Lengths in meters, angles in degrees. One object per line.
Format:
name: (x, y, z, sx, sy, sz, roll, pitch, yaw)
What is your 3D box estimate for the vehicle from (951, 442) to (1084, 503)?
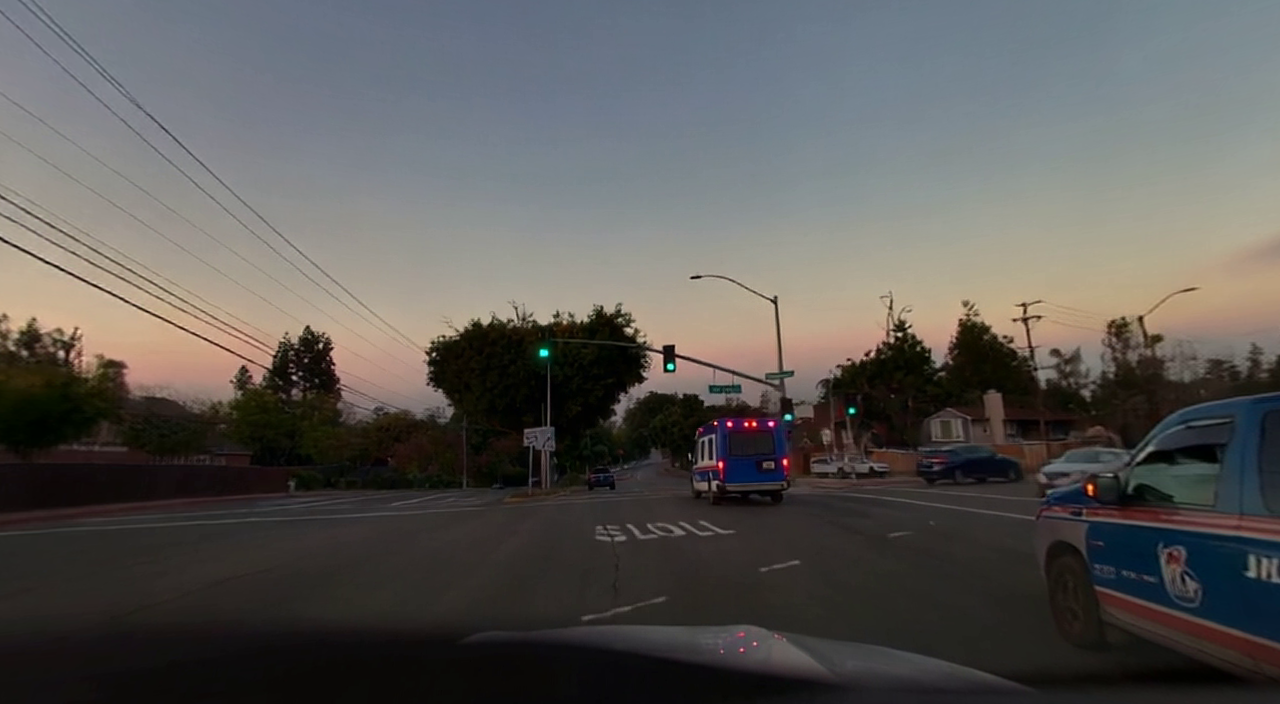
vehicle: (12.011, 3.699, 19.960, 4.897, 1.675, 2.032, 7, -11, -40)

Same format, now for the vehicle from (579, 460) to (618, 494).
vehicle: (-2.453, 7.163, 36.512, 2.114, 1.707, 3.725, 1, -8, -5)

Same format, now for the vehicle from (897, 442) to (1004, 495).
vehicle: (12.456, 4.530, 25.170, 4.994, 1.869, 2.106, 8, -12, -43)

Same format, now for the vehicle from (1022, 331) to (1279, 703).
vehicle: (4.180, 0.808, 2.639, 2.194, 1.922, 4.822, 0, -8, 1)

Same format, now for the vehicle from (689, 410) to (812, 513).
vehicle: (3.121, 3.273, 19.428, 2.406, 2.687, 5.521, 0, -8, -4)
